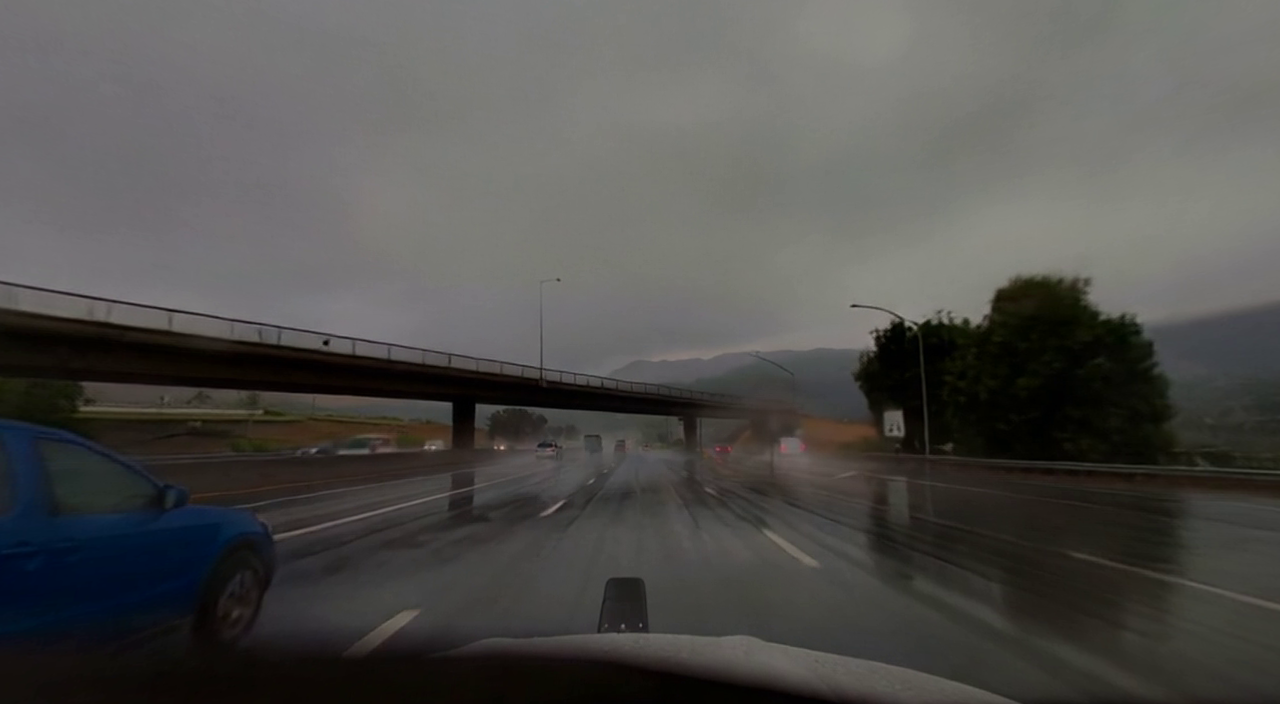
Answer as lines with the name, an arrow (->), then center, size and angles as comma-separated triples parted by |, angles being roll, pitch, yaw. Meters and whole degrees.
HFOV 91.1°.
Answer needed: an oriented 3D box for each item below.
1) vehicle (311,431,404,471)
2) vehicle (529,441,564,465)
vehicle -> -15.837, 5.594, 35.740 | 2.325, 2.027, 6.217 | 0, -8, 1
vehicle -> -6.817, 7.412, 46.156 | 1.935, 1.633, 3.955 | 0, -8, 1
